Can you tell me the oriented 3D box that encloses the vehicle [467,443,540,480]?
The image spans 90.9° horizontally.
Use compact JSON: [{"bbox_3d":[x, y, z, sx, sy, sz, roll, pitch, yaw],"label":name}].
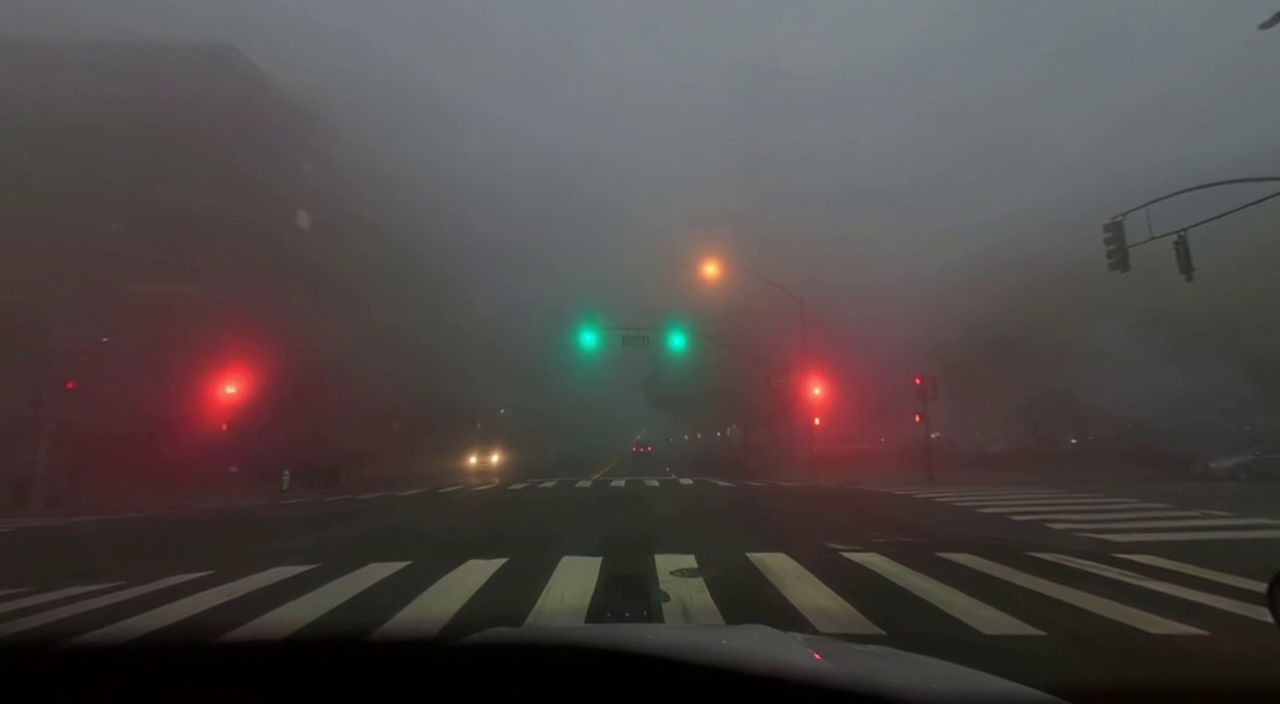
[{"bbox_3d":[-5.863,4.735,27.652,2.127,1.473,4.428,0,-9,1],"label":"vehicle"}]
